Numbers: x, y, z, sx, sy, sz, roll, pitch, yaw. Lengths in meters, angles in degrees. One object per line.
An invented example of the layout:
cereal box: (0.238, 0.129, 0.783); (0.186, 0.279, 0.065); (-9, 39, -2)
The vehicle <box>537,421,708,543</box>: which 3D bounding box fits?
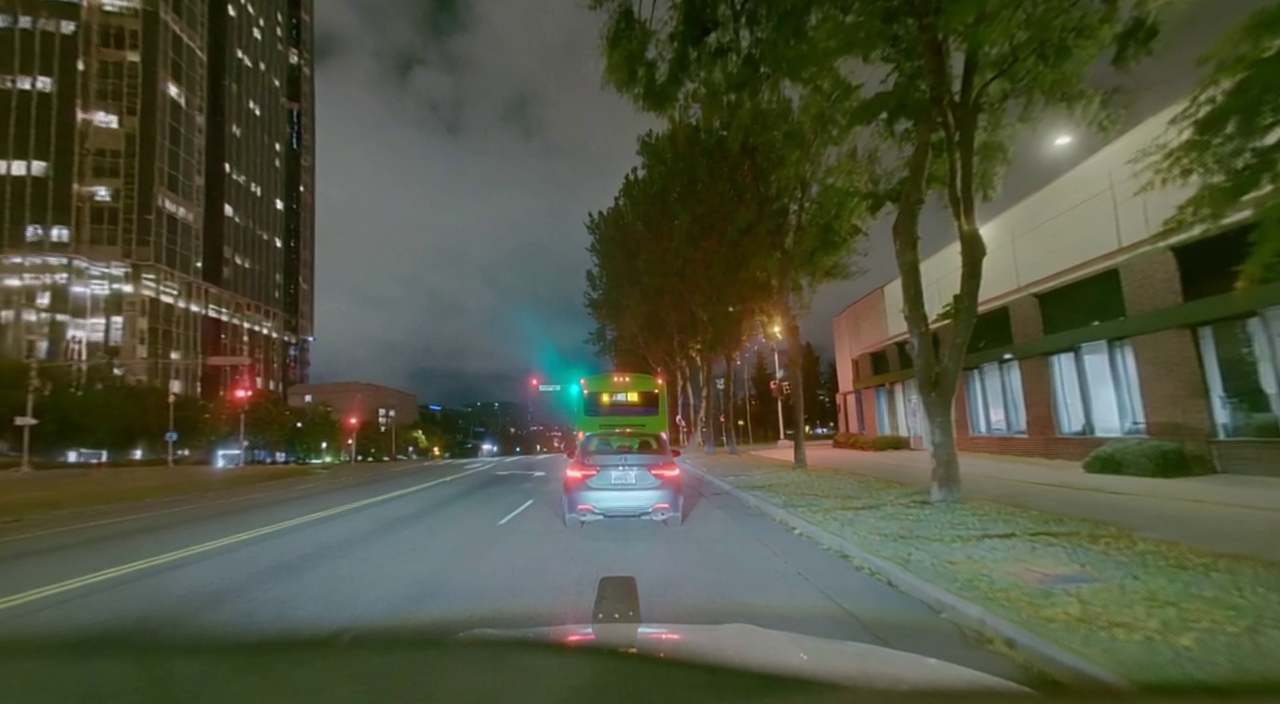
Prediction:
vehicle: (-0.256, 1.844, 9.656); (2.064, 1.452, 3.942); (0, -8, -1)
